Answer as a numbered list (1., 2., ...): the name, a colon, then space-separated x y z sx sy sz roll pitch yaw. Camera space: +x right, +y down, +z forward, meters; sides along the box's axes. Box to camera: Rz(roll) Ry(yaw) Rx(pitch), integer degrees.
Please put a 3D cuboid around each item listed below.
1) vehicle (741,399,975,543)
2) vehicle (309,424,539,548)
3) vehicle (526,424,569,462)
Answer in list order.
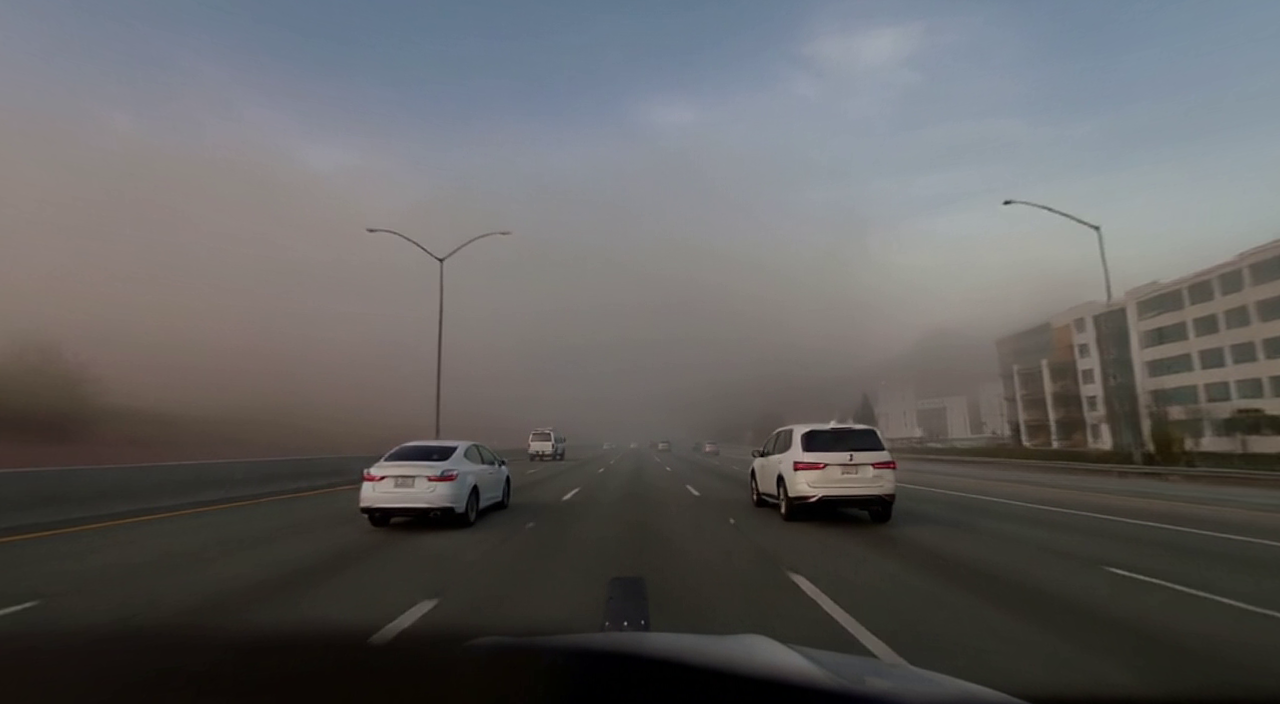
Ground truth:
1. vehicle: 3.232 1.901 10.685 2.148 1.852 4.835 0 -8 -1
2. vehicle: -3.129 2.051 10.410 2.080 1.542 4.718 0 -8 1
3. vehicle: -7.176 7.171 49.698 2.362 2.778 6.630 0 -8 0
